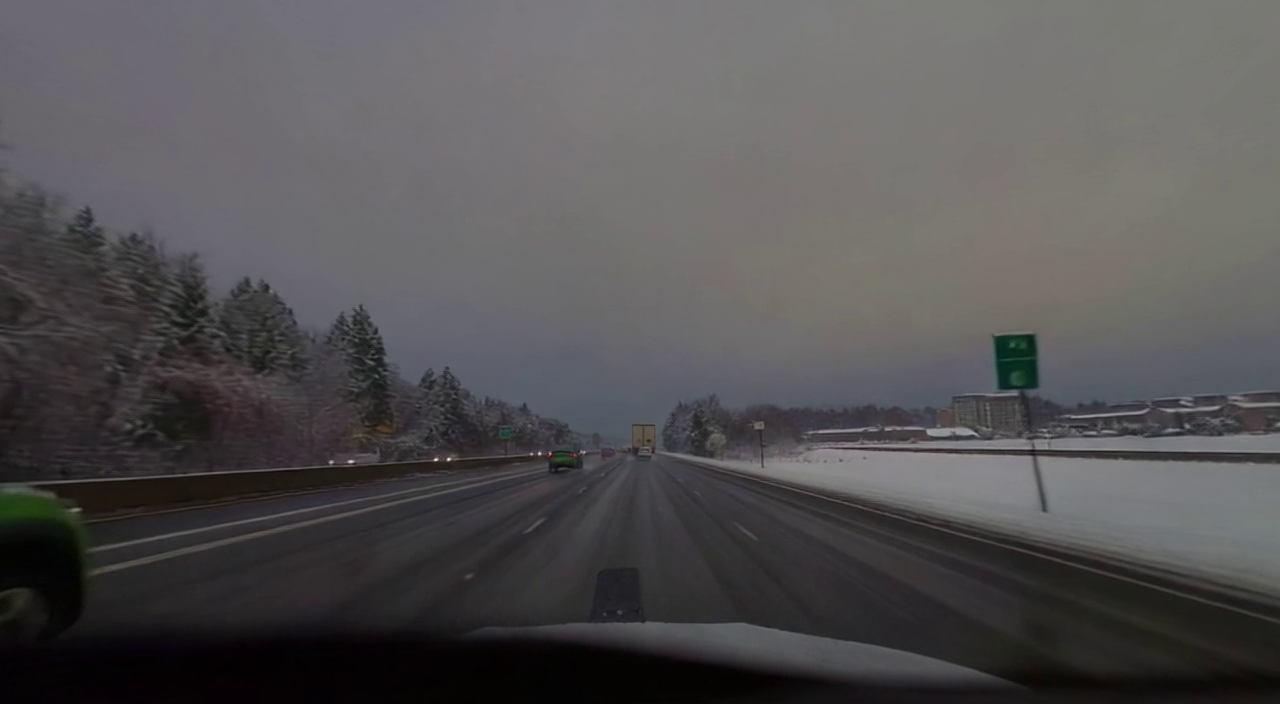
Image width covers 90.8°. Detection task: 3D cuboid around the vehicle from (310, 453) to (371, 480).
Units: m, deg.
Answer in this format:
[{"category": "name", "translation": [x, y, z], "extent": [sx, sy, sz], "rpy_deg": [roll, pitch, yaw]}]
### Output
[{"category": "vehicle", "translation": [-17.106, 6.561, 36.238], "extent": [1.823, 1.427, 3.450], "rpy_deg": [0, -9, 0]}]

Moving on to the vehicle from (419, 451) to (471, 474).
[{"category": "vehicle", "translation": [-12.944, 7.344, 42.179], "extent": [2.077, 1.478, 4.354], "rpy_deg": [0, -9, 0]}]

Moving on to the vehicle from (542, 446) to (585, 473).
[{"category": "vehicle", "translation": [-4.616, 6.531, 38.480], "extent": [2.172, 1.548, 3.953], "rpy_deg": [0, -9, 0]}]

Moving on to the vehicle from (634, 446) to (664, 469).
[{"category": "vehicle", "translation": [0.607, 7.569, 45.379], "extent": [1.992, 1.593, 3.937], "rpy_deg": [0, -9, -1]}]
